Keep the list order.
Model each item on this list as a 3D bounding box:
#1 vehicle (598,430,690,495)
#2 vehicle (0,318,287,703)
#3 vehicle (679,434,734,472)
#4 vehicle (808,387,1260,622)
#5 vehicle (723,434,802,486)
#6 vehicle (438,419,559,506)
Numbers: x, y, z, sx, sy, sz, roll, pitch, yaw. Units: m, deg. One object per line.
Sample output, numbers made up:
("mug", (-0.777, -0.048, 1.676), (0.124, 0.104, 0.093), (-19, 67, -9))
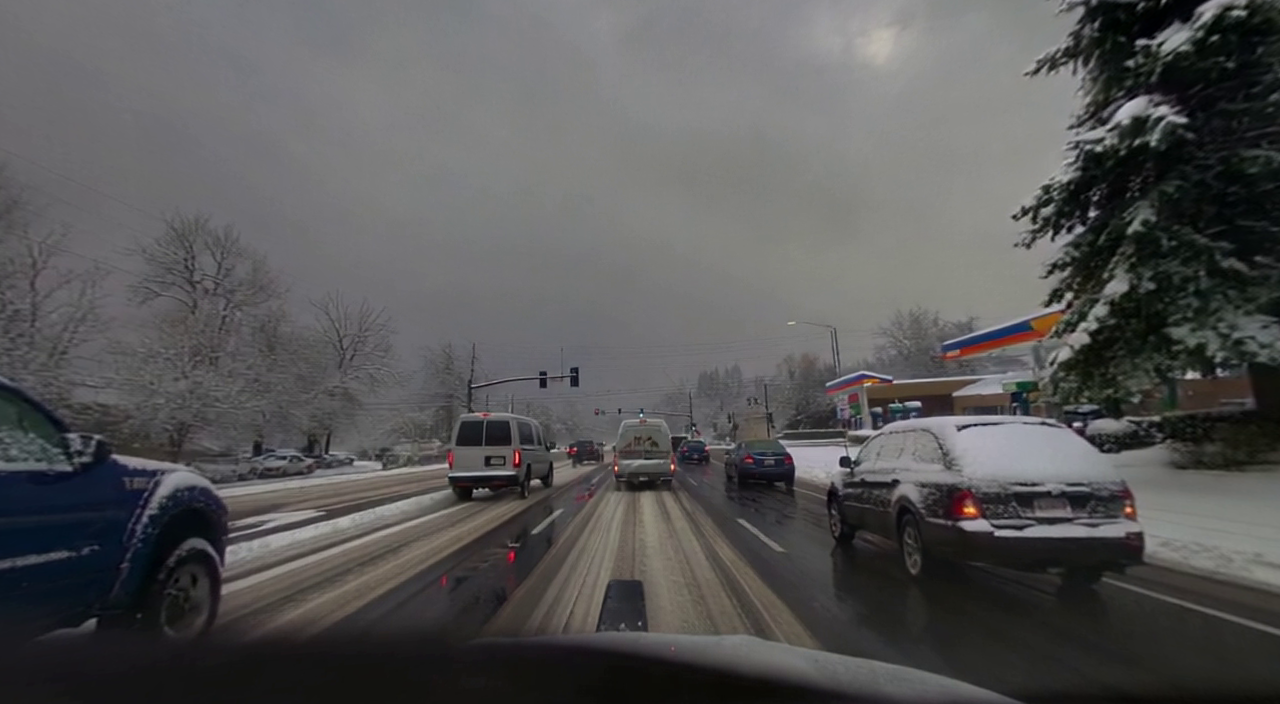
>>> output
("vehicle", (0.073, 3.338, 19.444), (2.426, 1.703, 5.602), (0, -8, -1))
("vehicle", (-3.489, 0.638, 1.666), (2.002, 1.747, 5.173), (0, -8, 1))
("vehicle", (3.294, 5.111, 31.983), (2.193, 1.795, 5.130), (0, -8, 0))
("vehicle", (3.673, 1.517, 7.284), (2.055, 1.786, 4.817), (0, -8, -1))
("vehicle", (4.385, 3.920, 23.179), (2.119, 1.696, 4.623), (0, -8, 2))
("vehicle", (-3.509, 2.863, 16.694), (2.025, 1.936, 4.995), (0, -8, 0))
